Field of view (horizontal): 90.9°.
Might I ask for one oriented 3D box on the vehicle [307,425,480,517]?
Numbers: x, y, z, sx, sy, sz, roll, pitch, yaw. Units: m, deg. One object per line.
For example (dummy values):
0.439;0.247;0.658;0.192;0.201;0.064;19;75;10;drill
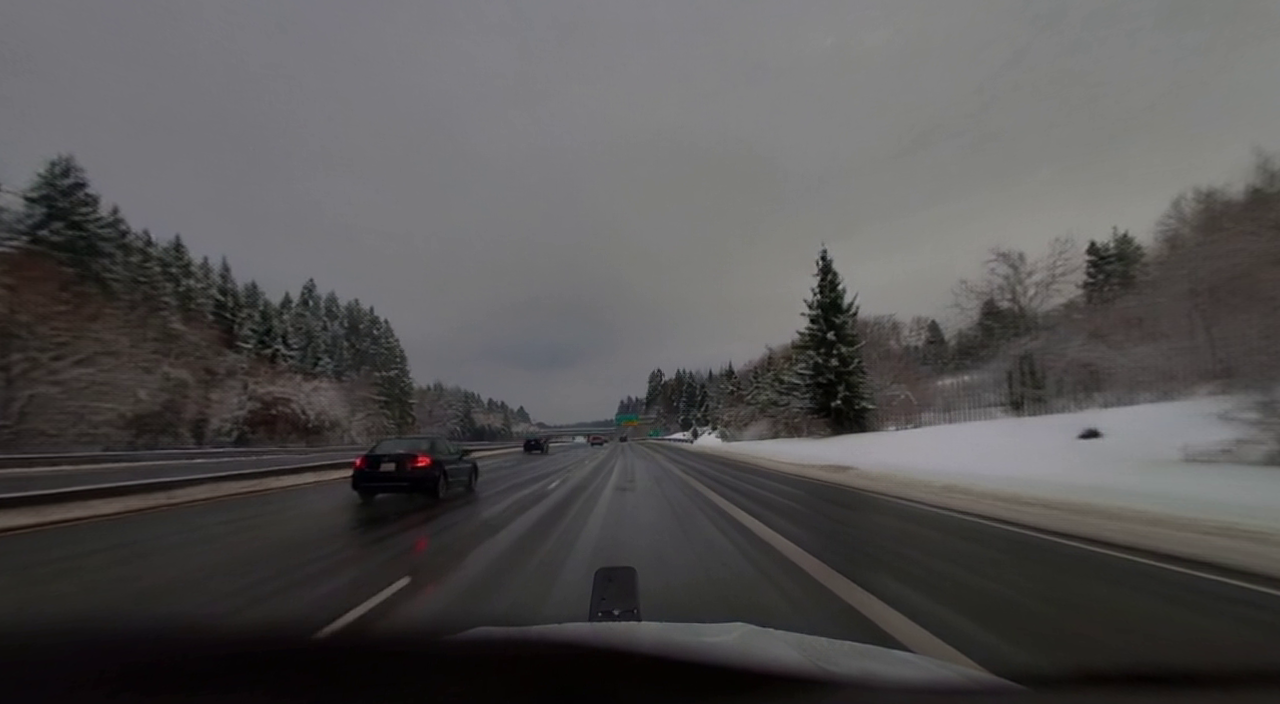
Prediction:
-4.565;2.219;12.340;1.912;1.495;3.703;0;-8;-1;vehicle
